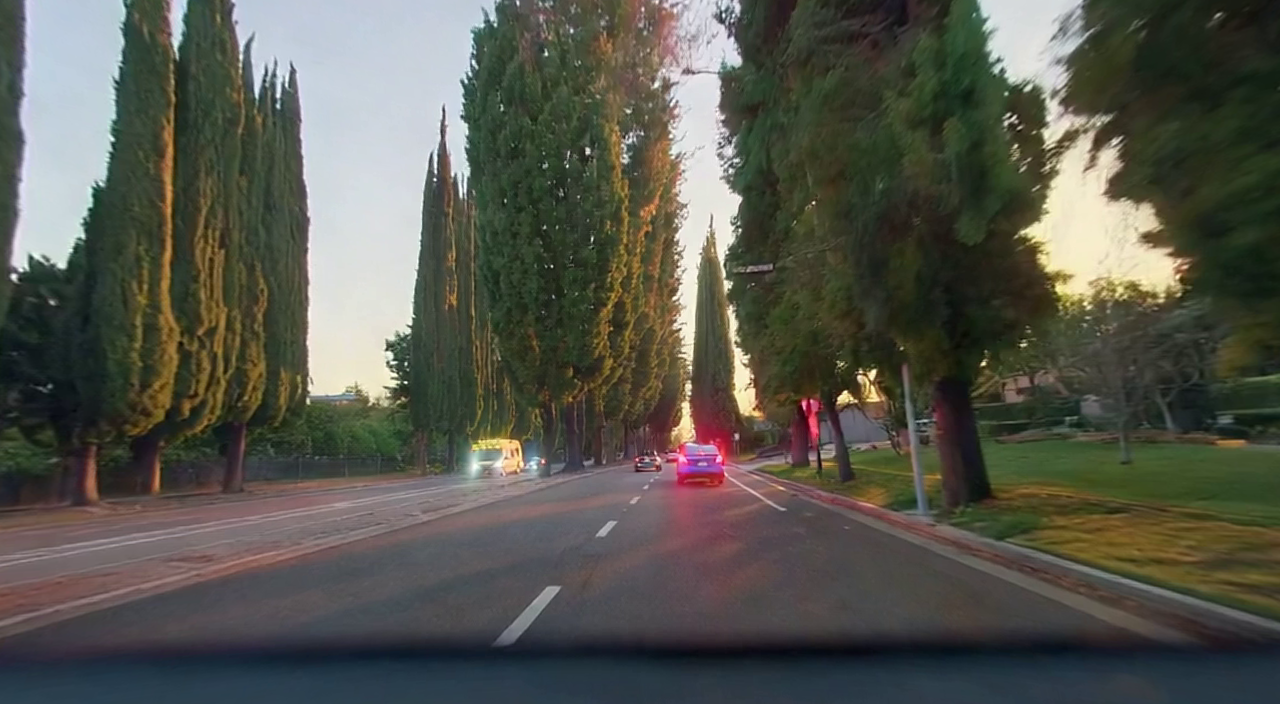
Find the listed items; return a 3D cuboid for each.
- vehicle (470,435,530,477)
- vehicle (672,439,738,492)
[{"bbox_3d":[-10.424,7.816,47.537,2.661,2.737,6.092,-5,-9,4],"label":"vehicle"},{"bbox_3d":[2.144,3.849,21.821,2.052,1.639,4.123,-1,-8,3],"label":"vehicle"}]
